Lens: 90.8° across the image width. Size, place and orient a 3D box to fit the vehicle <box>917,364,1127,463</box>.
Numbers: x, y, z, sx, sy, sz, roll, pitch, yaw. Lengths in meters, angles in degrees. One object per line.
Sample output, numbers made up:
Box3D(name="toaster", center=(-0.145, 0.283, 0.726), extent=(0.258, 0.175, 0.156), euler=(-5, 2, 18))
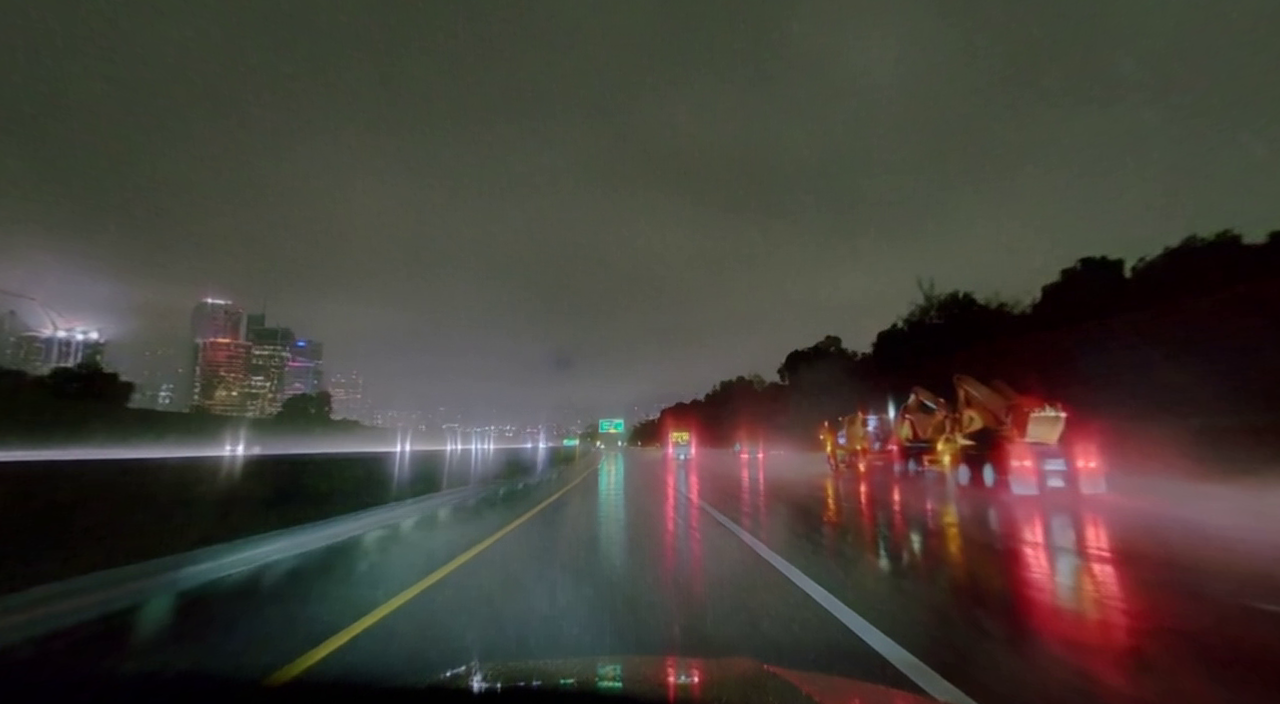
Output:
Box3D(name="vehicle", center=(13.856, 2.459, 23.794), extent=(3.476, 3.195, 6.407), euler=(1, -8, -4))

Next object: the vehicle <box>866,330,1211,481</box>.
Box3D(name="vehicle", center=(14.041, 2.590, 25.459), extent=(3.968, 4.321, 14.566), euler=(1, -9, -2))

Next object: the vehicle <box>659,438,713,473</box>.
Box3D(name="vehicle", center=(2.367, 5.488, 33.755), extent=(2.305, 1.729, 4.526), euler=(0, -8, -3))
